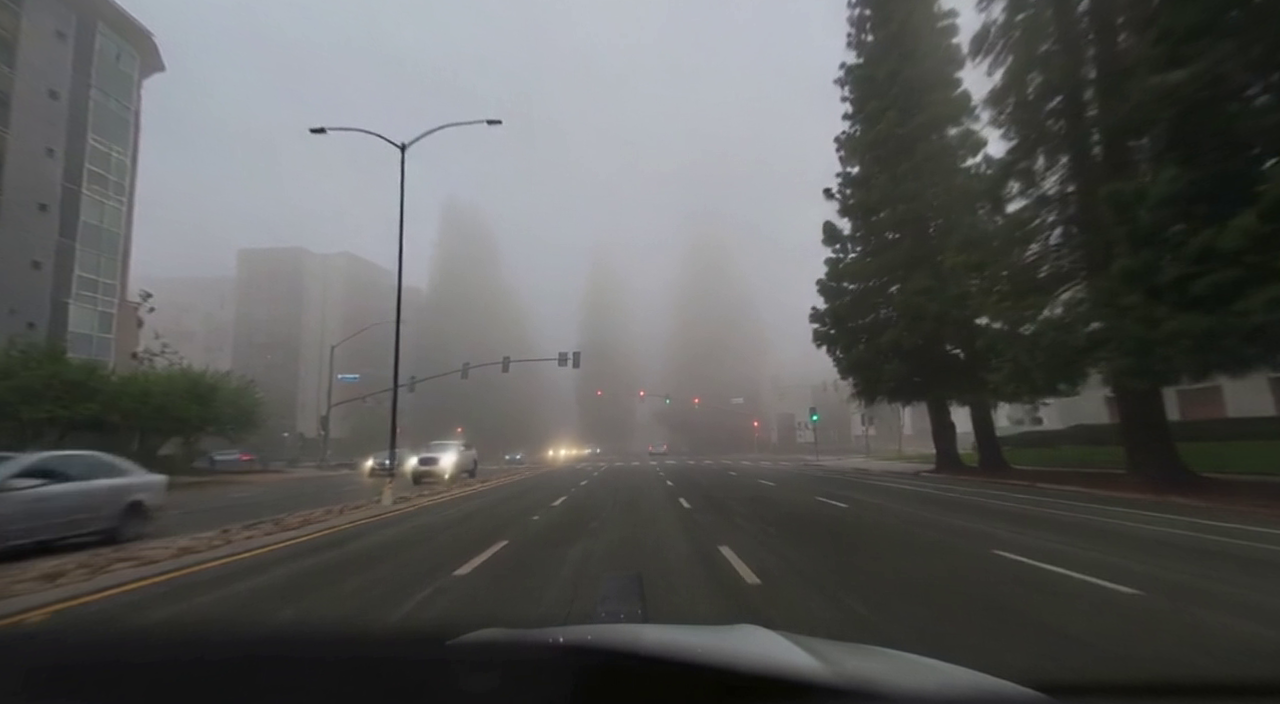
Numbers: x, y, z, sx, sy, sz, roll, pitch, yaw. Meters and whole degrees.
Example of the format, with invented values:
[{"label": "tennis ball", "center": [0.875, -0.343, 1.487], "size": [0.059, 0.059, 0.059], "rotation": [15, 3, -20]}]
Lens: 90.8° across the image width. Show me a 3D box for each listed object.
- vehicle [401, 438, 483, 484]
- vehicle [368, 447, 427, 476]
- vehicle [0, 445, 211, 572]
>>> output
[{"label": "vehicle", "center": [-8.571, 4.749, 27.847], "size": [2.131, 1.836, 4.670], "rotation": [0, -9, -1]}, {"label": "vehicle", "center": [-15.335, 6.921, 40.224], "size": [1.978, 1.722, 4.383], "rotation": [0, -9, 0]}, {"label": "vehicle", "center": [-8.454, 2.041, 8.732], "size": [1.899, 1.465, 4.443], "rotation": [0, -9, 0]}]
